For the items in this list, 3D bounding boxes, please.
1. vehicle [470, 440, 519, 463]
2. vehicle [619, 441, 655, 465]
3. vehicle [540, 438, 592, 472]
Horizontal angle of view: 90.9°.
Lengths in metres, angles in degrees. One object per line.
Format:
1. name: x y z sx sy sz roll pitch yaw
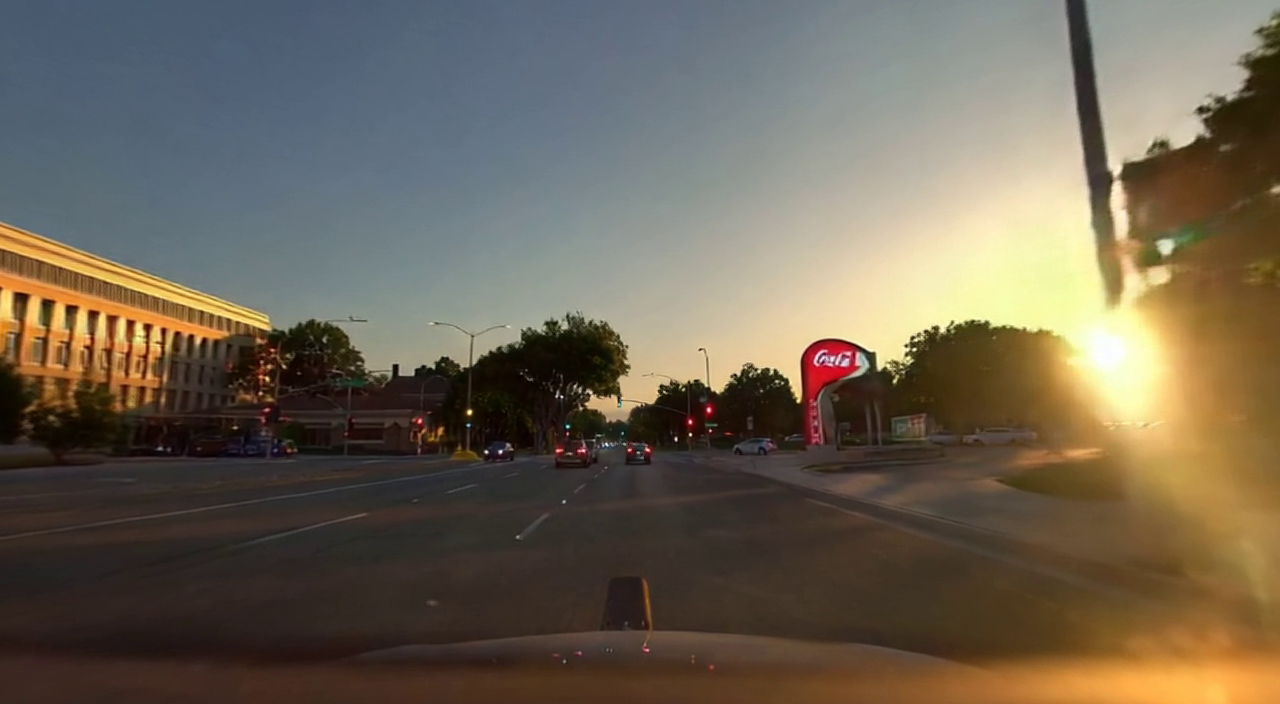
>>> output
1. vehicle: -9.928 6.879 43.456 2.096 1.474 4.585 -1 -9 2
2. vehicle: -0.170 6.792 42.637 2.258 1.507 3.896 0 -8 2
3. vehicle: -3.551 5.062 31.060 2.029 1.517 4.375 0 -9 0
